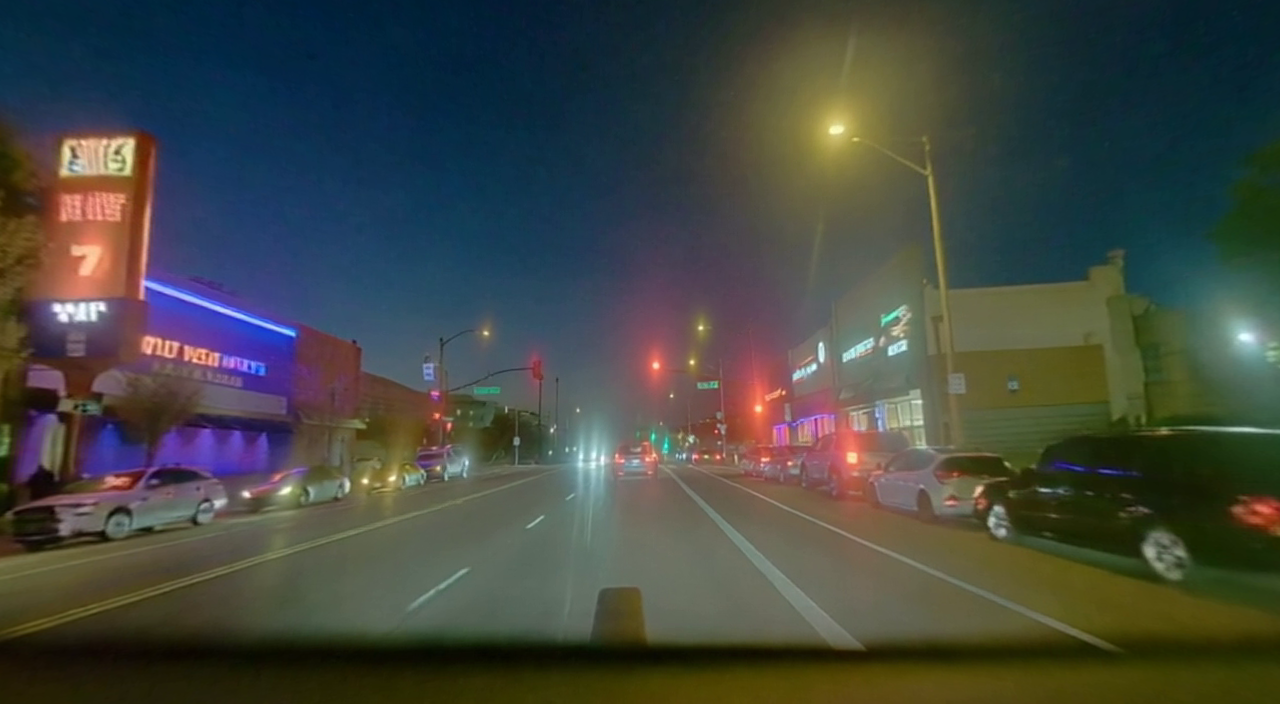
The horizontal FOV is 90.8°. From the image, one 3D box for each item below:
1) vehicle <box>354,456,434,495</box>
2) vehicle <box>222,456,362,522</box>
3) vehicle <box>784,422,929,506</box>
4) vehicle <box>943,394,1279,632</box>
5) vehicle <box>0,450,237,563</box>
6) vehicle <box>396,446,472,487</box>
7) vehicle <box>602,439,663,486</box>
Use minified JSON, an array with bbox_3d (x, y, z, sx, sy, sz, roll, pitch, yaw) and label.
[{"bbox_3d":[-11.134,5.585,28.956,1.868,1.502,4.626,0,-8,-1],"label":"vehicle"},{"bbox_3d":[-11.147,4.349,20.656,1.920,1.498,4.591,-5,-6,2],"label":"vehicle"},{"bbox_3d":[5.741,3.035,17.595,2.201,1.972,4.845,0,-8,-1],"label":"vehicle"},{"bbox_3d":[5.853,1.593,7.293,1.957,1.806,5.369,0,-8,-1],"label":"vehicle"},{"bbox_3d":[-11.362,3.240,14.066,1.872,1.731,4.656,-4,-6,-2],"label":"vehicle"},{"bbox_3d":[-11.306,6.288,35.186,2.240,2.052,5.872,0,-8,0],"label":"vehicle"},{"bbox_3d":[-0.281,4.120,23.838,2.086,1.575,4.205,0,-8,0],"label":"vehicle"}]
